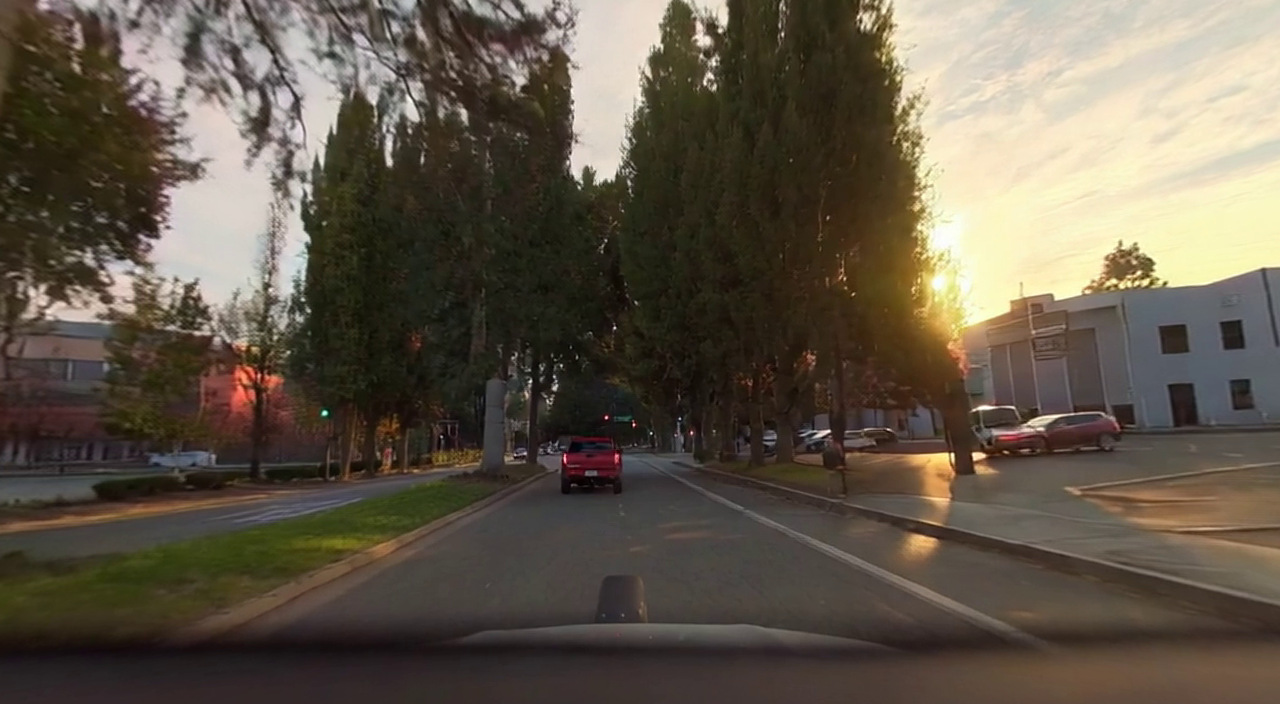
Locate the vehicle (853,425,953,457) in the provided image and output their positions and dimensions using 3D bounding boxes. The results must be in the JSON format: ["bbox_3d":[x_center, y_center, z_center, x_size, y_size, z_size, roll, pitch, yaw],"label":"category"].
[{"bbox_3d":[12.444,4.241,30.040,3.895,1.451,1.830,0,-9,-4],"label":"vehicle"}]

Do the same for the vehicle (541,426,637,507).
[{"bbox_3d":[-1.251,3.037,17.297,2.157,1.816,5.804,0,-8,-2],"label":"vehicle"}]

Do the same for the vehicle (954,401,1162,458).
[{"bbox_3d":[12.717,2.426,19.489,4.788,1.625,2.319,0,-9,-3],"label":"vehicle"}]
